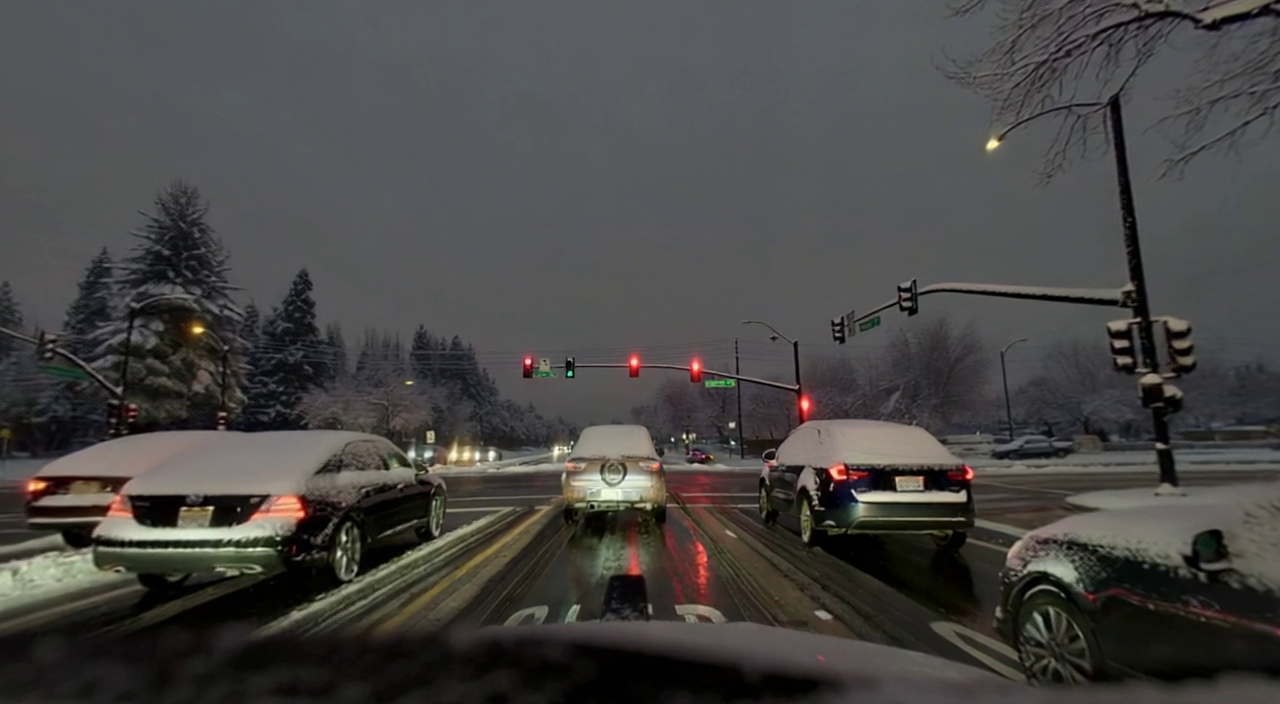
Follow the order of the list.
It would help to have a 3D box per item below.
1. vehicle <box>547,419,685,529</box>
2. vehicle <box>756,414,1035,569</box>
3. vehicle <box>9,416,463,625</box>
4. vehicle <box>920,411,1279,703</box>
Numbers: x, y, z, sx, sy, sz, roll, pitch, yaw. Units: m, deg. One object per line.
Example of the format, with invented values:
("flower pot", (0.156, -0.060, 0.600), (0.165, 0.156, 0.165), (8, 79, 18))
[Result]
("vehicle", (-0.404, 2.271, 12.240), (2.215, 1.749, 3.976), (0, -8, 0))
("vehicle", (3.287, 1.884, 9.353), (2.097, 1.707, 4.461), (0, -8, -2))
("vehicle", (-3.541, 1.538, 6.796), (1.941, 1.492, 4.399), (0, -8, 1))
("vehicle", (3.251, 1.028, 2.803), (1.960, 1.460, 4.233), (0, -8, -2))
